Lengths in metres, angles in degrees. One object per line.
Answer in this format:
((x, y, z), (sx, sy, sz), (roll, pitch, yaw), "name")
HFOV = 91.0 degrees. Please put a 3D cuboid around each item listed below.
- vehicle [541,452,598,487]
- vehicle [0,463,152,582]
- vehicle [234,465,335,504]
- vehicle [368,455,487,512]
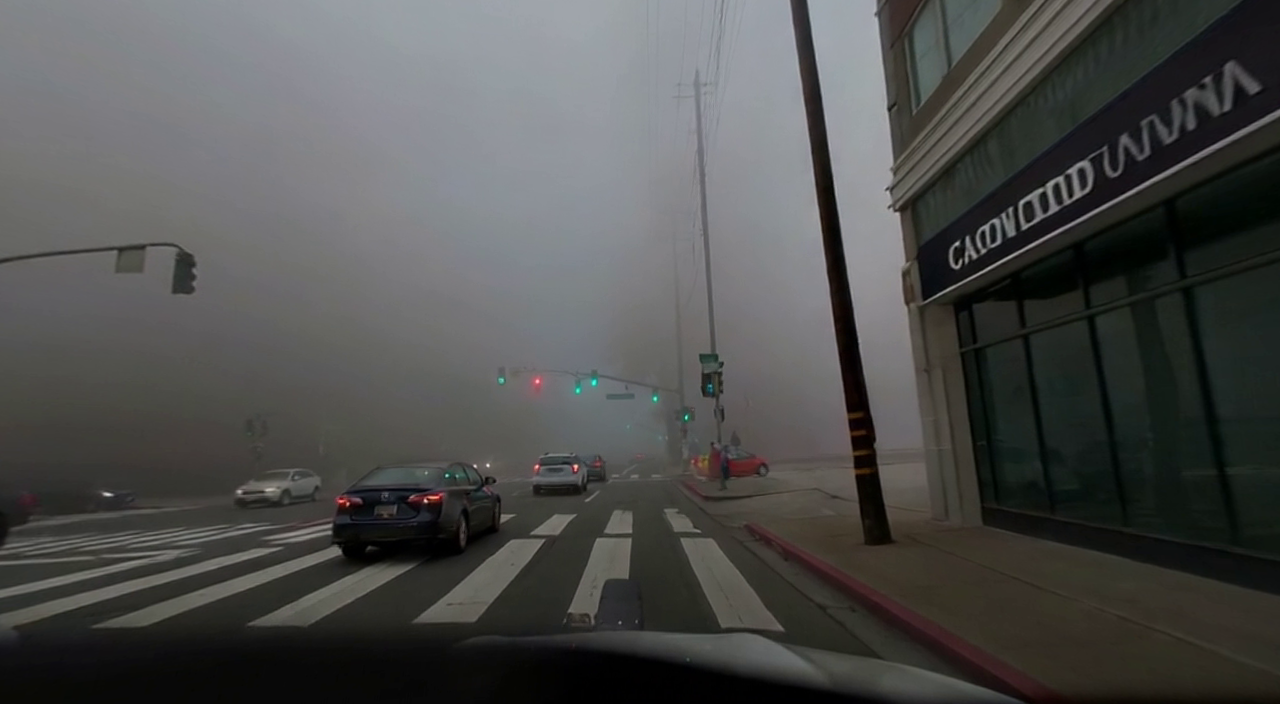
((-3.245, 5.507, 29.842), (2.147, 1.472, 4.406), (0, -9, 1), "vehicle")
((-9.616, 2.380, 8.866), (2.073, 1.519, 4.248), (0, -9, 0), "vehicle")
((-15.542, 5.811, 27.825), (1.964, 1.485, 4.252), (-2, -11, 0), "vehicle")
((-6.317, 3.948, 19.363), (1.960, 1.479, 4.654), (0, -9, 1), "vehicle")
